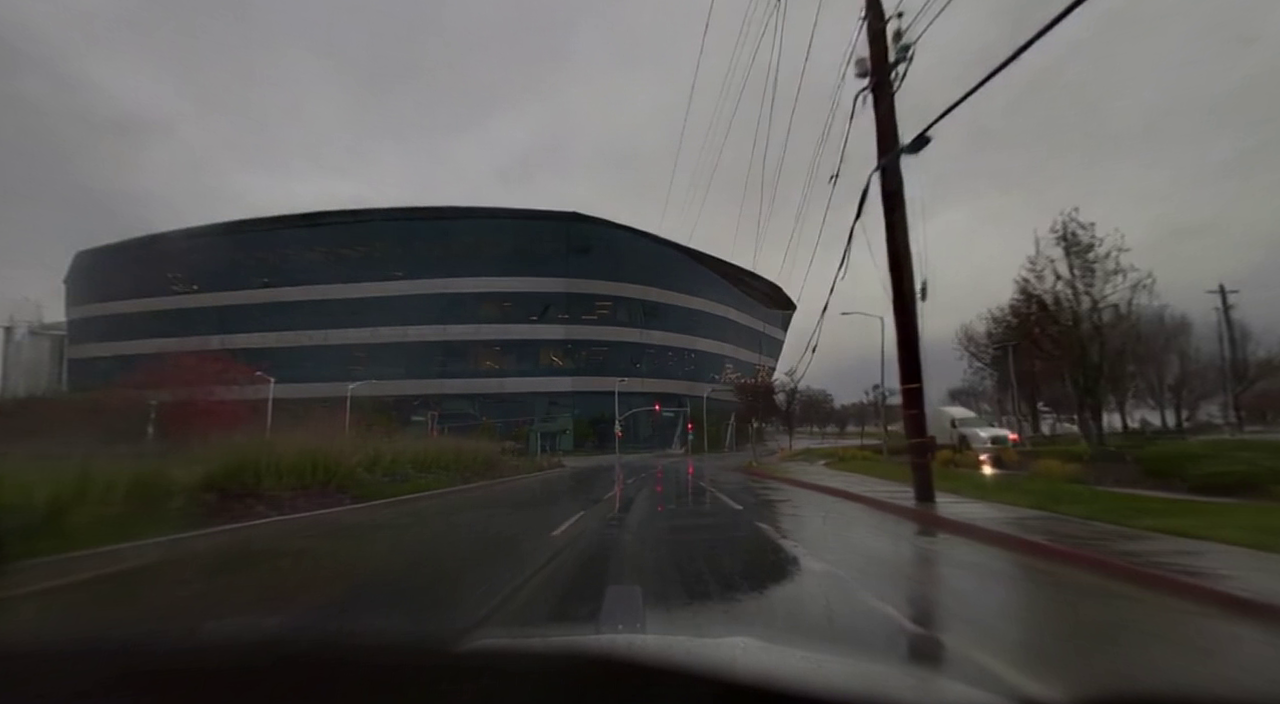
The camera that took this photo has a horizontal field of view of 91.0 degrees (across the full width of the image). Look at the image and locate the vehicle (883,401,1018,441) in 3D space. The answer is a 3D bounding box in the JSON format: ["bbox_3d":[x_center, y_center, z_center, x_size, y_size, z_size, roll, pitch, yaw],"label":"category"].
[{"bbox_3d":[15.787,3.596,32.384,5.745,1.902,2.244,-1,-9,11],"label":"vehicle"}]
